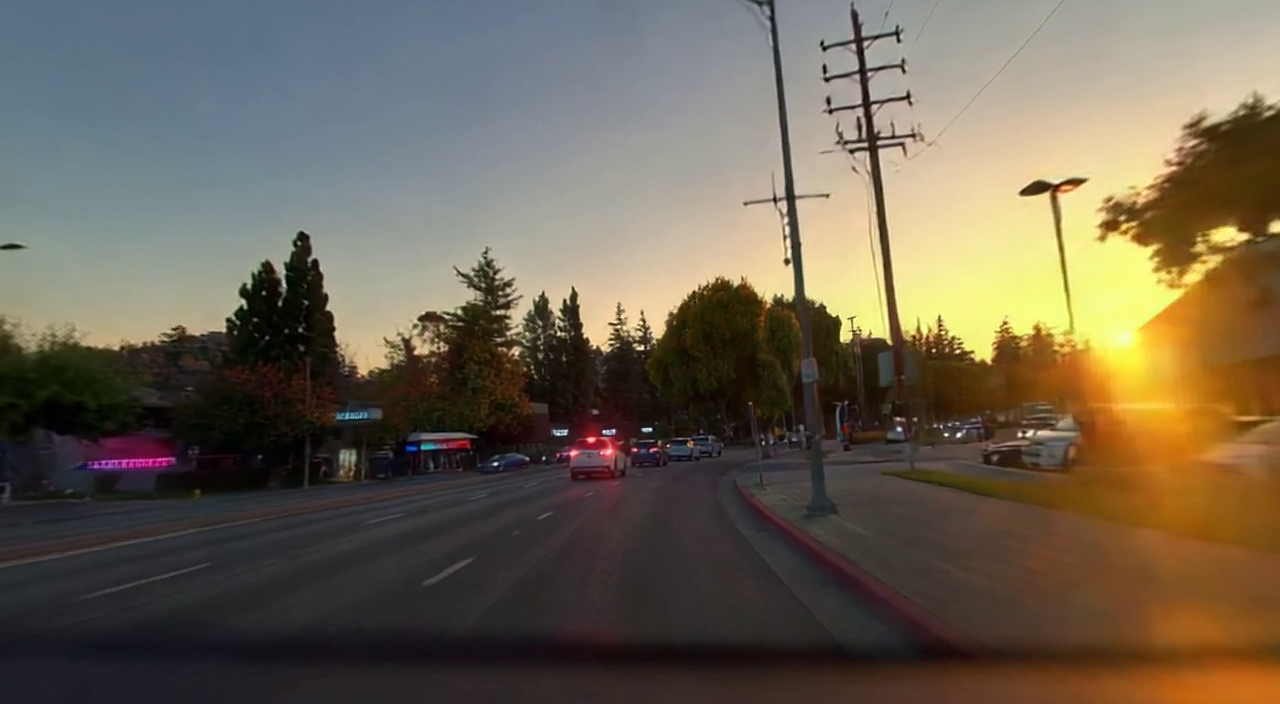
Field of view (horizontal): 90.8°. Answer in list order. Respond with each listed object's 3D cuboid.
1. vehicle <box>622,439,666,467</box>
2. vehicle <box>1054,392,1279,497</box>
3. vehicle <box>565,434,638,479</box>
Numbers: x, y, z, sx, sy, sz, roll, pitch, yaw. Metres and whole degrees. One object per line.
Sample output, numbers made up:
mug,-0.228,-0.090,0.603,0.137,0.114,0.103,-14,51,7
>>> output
vehicle,0.311,6.275,39.383,2.002,1.664,4.113,-2,-9,12
vehicle,11.946,1.941,13.647,4.408,1.682,2.040,-7,-9,0
vehicle,-1.599,4.631,28.141,2.168,1.783,4.695,-2,-9,10
